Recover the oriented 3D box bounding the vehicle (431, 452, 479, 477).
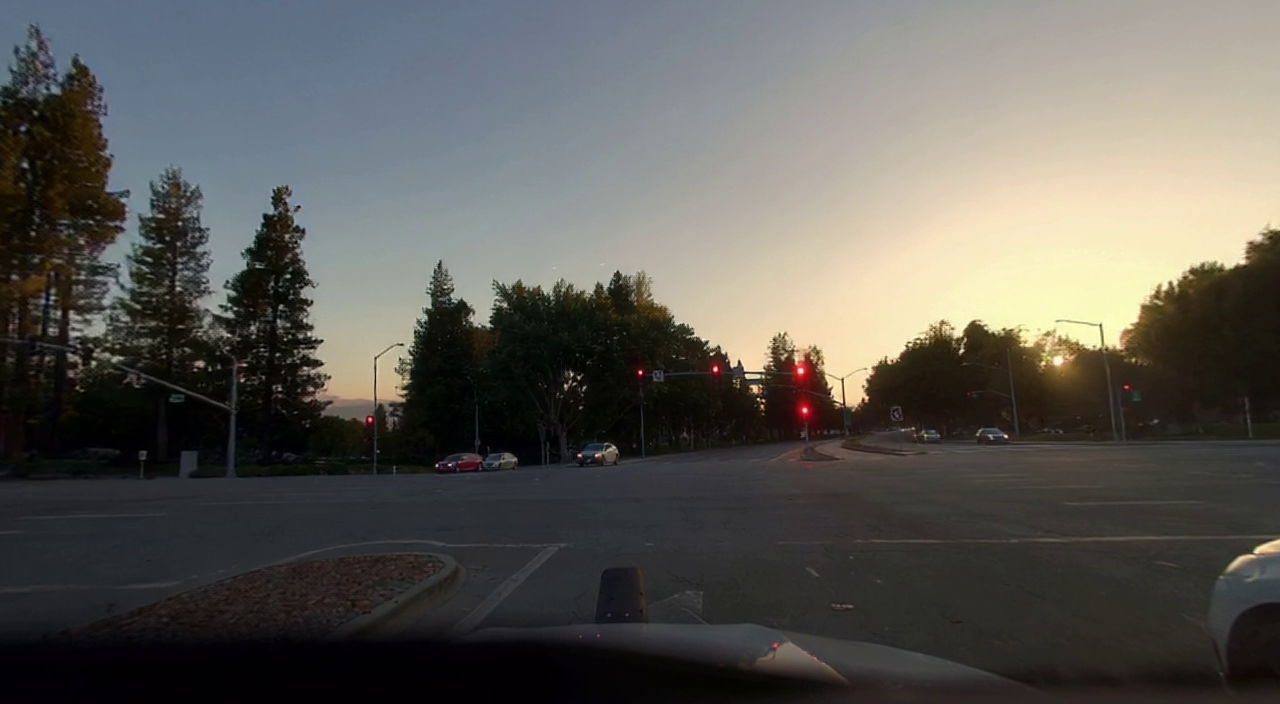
[{"bbox_3d":[-13.427,8.169,45.984,2.101,1.637,4.304,0,-9,1],"label":"vehicle"}]

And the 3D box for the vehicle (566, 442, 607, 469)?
[{"bbox_3d":[-3.608,7.122,43.501,2.215,1.732,4.684,-1,-9,3],"label":"vehicle"}]

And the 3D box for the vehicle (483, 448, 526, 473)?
[{"bbox_3d":[-9.805,7.845,45.934,2.064,1.725,4.243,0,-9,1],"label":"vehicle"}]

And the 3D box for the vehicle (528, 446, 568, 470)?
[{"bbox_3d":[-6.584,7.618,45.508,2.126,1.657,4.307,-1,-9,2],"label":"vehicle"}]

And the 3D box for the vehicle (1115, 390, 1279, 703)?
[{"bbox_3d":[3.056,0.616,0.438,1.978,1.468,4.544,0,-9,1],"label":"vehicle"}]
